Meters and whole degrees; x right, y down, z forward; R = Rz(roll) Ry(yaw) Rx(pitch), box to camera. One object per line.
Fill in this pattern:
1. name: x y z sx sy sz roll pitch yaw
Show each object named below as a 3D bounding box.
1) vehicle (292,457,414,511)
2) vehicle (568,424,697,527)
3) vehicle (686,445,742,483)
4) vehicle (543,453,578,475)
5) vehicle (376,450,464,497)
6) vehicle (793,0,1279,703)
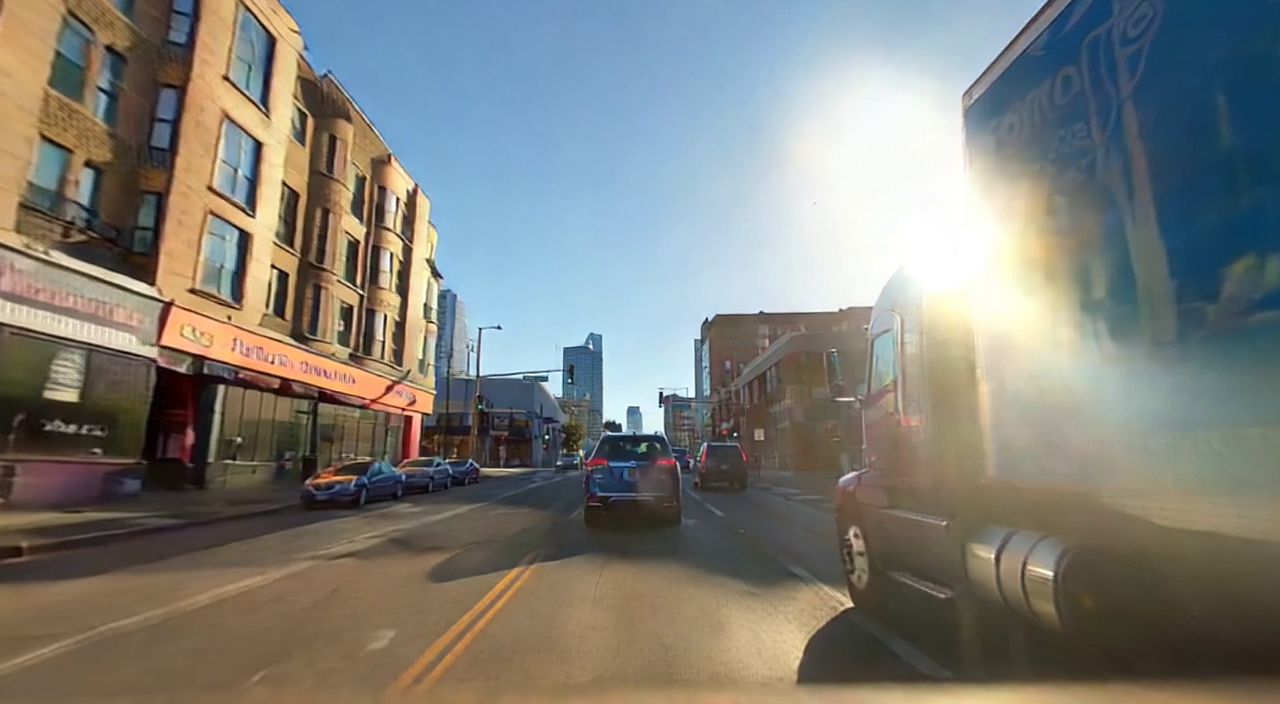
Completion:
1. vehicle: -8.740 4.027 19.715 1.805 1.379 4.359 0 -8 -1
2. vehicle: -0.122 2.525 13.502 2.283 1.783 4.548 0 -8 0
3. vehicle: 3.459 5.336 30.476 2.159 1.696 4.316 0 -8 0
4. vehicle: -5.794 8.184 46.551 1.947 1.462 4.640 -1 -8 1
5. vehicle: -8.844 4.870 25.805 2.084 1.686 4.422 0 -8 -1
6. vehicle: 3.136 -0.110 2.088 2.913 3.771 9.716 0 -8 1
